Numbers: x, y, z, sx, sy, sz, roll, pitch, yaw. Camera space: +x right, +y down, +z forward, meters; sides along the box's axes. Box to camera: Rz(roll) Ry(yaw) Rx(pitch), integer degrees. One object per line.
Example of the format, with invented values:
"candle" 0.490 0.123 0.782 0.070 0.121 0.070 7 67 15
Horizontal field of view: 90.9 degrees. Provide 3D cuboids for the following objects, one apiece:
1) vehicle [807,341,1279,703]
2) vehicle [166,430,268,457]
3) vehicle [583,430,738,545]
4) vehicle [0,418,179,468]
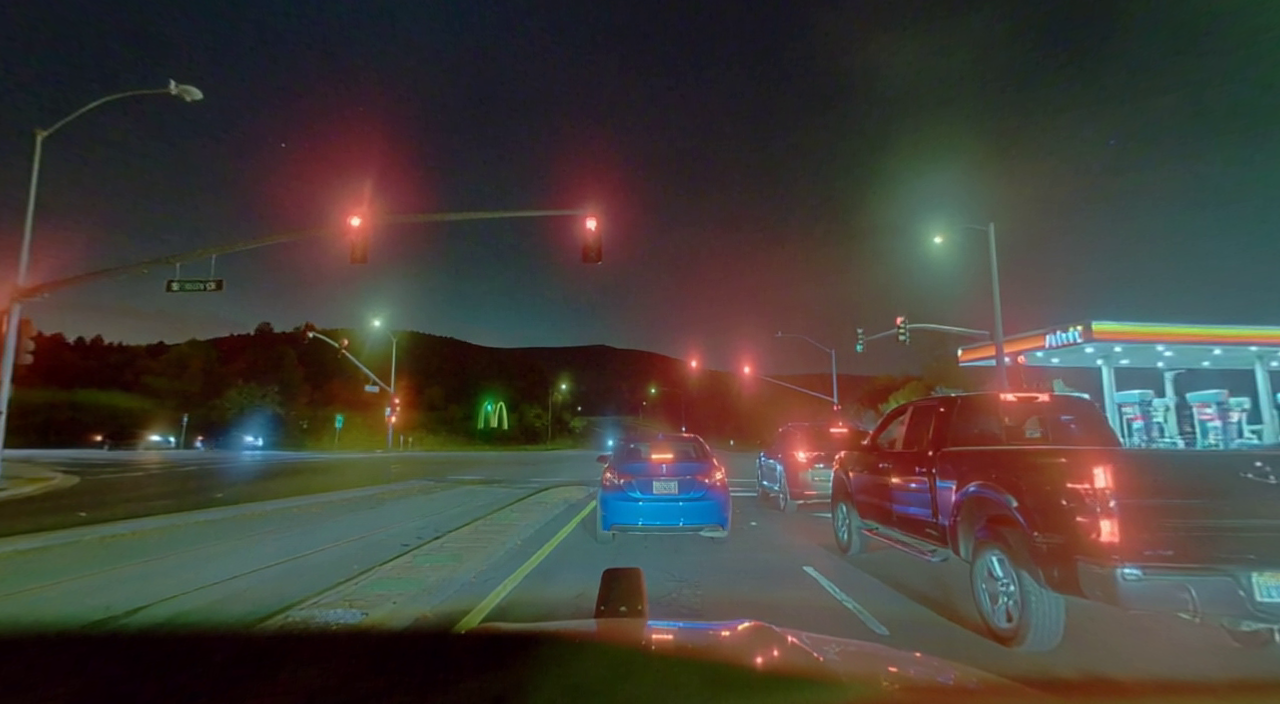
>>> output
"vehicle" 3.576 1.315 6.092 2.277 1.871 6.143 0 -8 0
"vehicle" -23.094 5.026 34.490 4.326 1.420 1.798 -1 -8 4
"vehicle" 0.257 2.070 10.254 2.027 1.494 3.824 0 -8 0
"vehicle" -20.193 3.362 23.282 4.742 1.720 2.107 -1 -8 5
